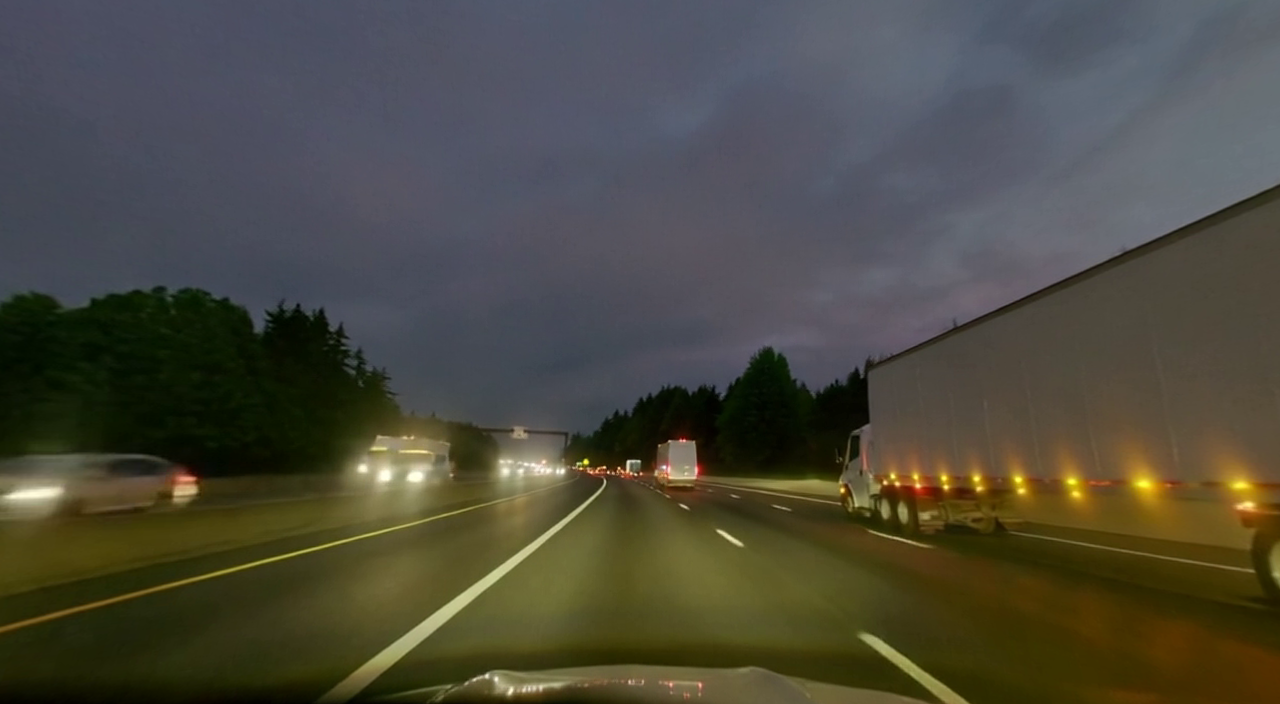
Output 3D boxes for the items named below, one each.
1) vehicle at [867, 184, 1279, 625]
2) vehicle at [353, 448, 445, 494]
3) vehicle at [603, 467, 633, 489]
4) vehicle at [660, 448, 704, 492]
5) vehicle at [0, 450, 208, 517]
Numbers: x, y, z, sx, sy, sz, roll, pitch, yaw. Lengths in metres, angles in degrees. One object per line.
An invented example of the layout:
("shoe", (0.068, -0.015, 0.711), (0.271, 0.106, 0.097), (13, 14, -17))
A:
("vehicle", (7.443, 1.084, 9.069), (2.866, 4.102, 14.351), (1, -10, -1))
("vehicle", (-10.739, 5.384, 28.465), (2.187, 1.857, 5.082), (1, -10, -1))
("vehicle", (-1.646, 9.485, 47.415), (2.106, 1.524, 4.381), (1, -10, -1))
("vehicle", (2.690, 7.819, 41.785), (2.291, 2.639, 5.280), (1, -10, -3))
("vehicle", (-14.055, 3.410, 16.609), (2.018, 1.481, 4.558), (1, -10, -1))
